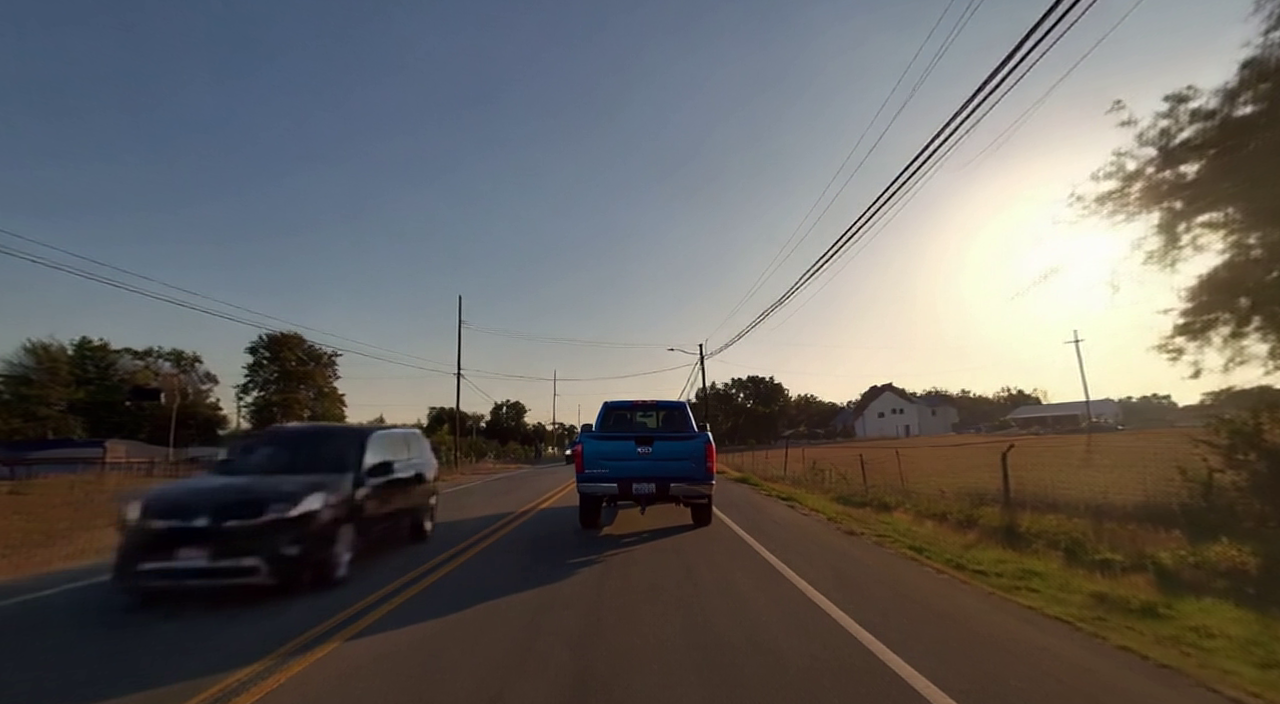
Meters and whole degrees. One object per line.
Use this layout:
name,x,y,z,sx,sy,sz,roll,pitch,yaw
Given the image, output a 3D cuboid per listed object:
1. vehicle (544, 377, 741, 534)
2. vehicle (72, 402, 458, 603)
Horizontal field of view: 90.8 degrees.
vehicle,-0.038,2.073,13.102,2.912,2.320,7.292,0,-8,-1
vehicle,-3.886,1.625,7.692,2.051,1.735,4.259,0,-8,0
